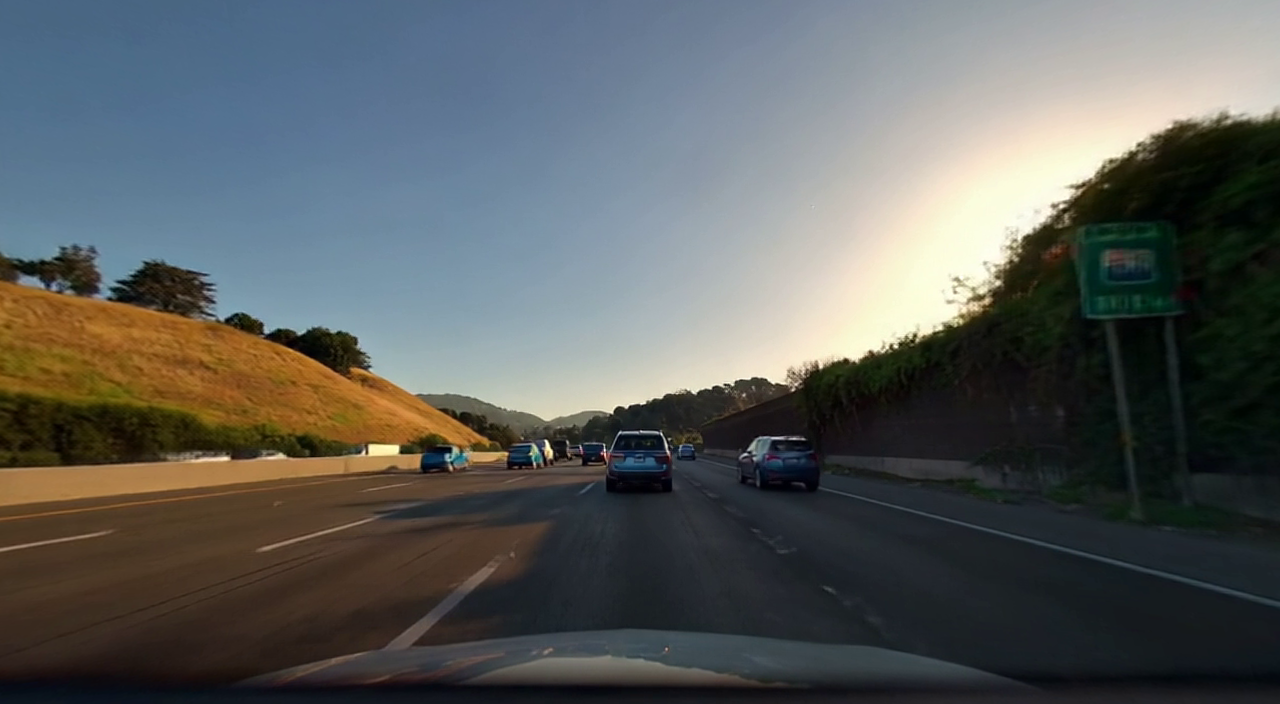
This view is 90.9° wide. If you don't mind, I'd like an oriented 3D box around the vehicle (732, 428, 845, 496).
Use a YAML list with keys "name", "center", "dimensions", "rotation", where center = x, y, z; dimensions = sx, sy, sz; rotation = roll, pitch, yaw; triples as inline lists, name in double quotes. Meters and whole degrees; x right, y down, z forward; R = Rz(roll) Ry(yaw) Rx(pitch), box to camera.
- name: "vehicle"
  center: [4.494, 3.469, 20.286]
  dimensions: [2.204, 1.852, 5.845]
  rotation: [0, -9, 0]

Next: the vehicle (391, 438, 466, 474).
- name: "vehicle"
  center: [-11.199, 5.550, 33.891]
  dimensions: [2.223, 1.781, 5.098]
  rotation: [0, -9, 1]

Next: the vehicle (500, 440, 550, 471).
- name: "vehicle"
  center: [-6.768, 6.159, 37.592]
  dimensions: [2.024, 1.706, 4.462]
  rotation: [0, -9, 1]

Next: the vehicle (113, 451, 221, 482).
- name: "vehicle"
  center: [-24.444, 5.909, 32.819]
  dimensions: [2.145, 1.448, 4.370]
  rotation: [0, -9, 1]

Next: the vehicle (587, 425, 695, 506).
- name: "vehicle"
  center: [0.049, 2.911, 16.532]
  dimensions: [2.447, 1.804, 4.273]
  rotation: [0, -9, 1]

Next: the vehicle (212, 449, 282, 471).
- name: "vehicle"
  center: [-28.449, 7.803, 45.854]
  dimensions: [1.952, 1.536, 4.862]
  rotation: [0, -9, 1]
